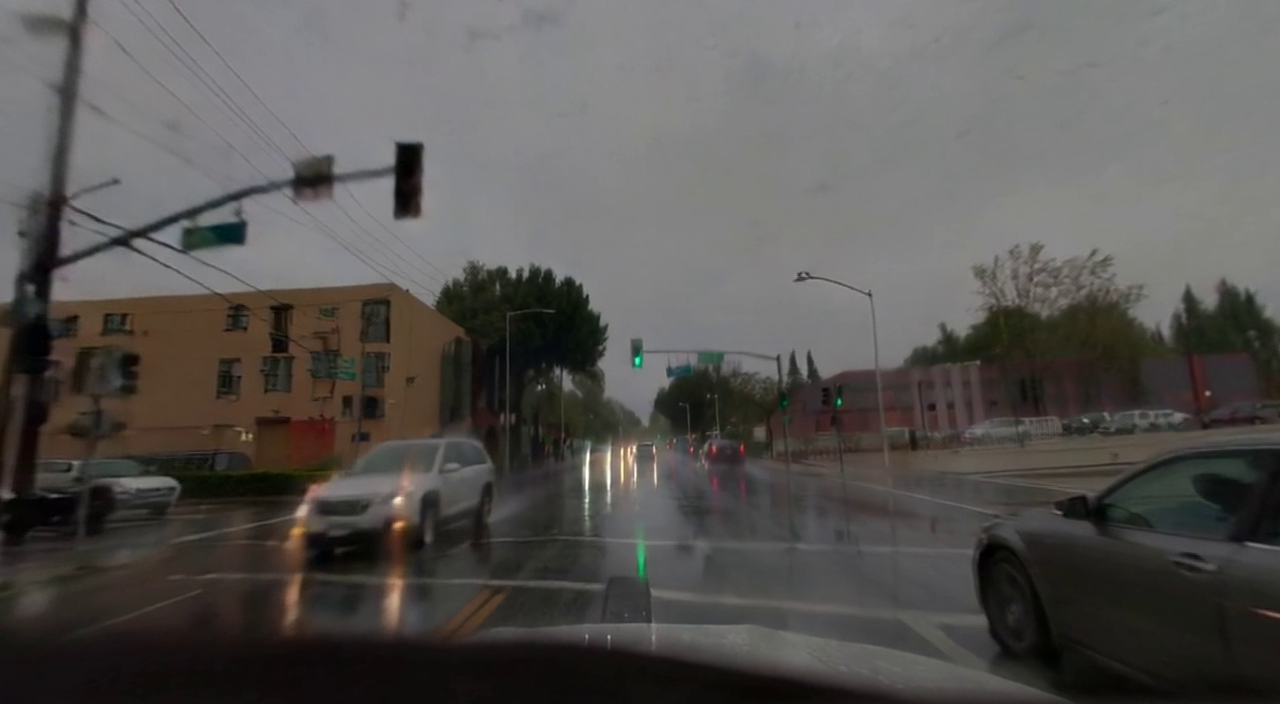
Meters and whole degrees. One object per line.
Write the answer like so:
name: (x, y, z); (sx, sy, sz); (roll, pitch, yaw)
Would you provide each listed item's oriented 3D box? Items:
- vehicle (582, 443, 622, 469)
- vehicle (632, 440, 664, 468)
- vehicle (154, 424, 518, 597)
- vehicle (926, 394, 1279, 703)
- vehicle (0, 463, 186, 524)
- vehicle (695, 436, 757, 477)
vehicle: (-2.856, 7.974, 48.505); (2.666, 1.885, 5.029); (-1, -9, 1)
vehicle: (0.538, 7.036, 43.744); (2.118, 1.813, 4.326); (-1, -9, 0)
vehicle: (-3.551, 1.991, 8.968); (2.519, 1.689, 5.200); (-1, -9, 1)
vehicle: (3.243, 0.911, 2.378); (2.072, 1.471, 4.834); (-1, -9, 0)
vehicle: (-16.097, 4.020, 18.188); (4.540, 1.546, 2.157); (-2, -9, 8)
vehicle: (3.653, 4.537, 27.512); (2.035, 1.564, 4.719); (-1, -9, 0)
